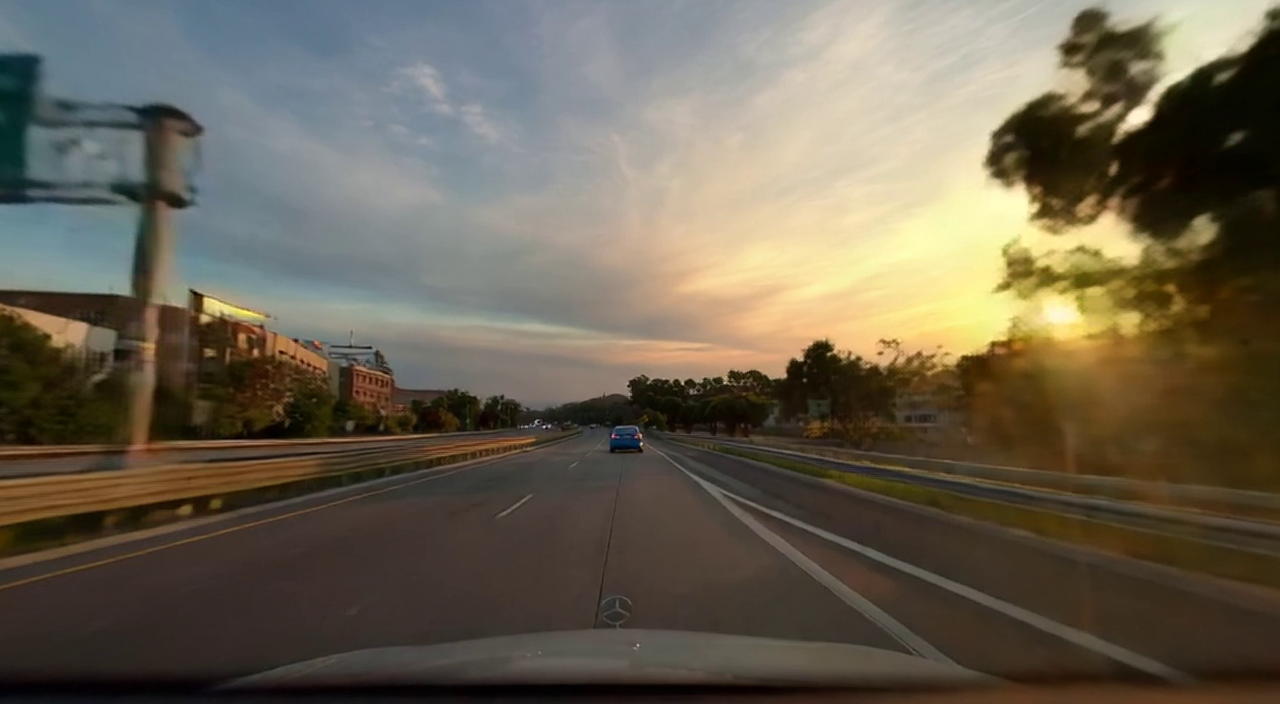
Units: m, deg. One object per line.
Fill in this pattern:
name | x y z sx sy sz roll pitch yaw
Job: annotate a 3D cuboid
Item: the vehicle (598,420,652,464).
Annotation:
vehicle | -0.625 3.652 25.831 2.020 1.633 3.942 0 -7 -2
